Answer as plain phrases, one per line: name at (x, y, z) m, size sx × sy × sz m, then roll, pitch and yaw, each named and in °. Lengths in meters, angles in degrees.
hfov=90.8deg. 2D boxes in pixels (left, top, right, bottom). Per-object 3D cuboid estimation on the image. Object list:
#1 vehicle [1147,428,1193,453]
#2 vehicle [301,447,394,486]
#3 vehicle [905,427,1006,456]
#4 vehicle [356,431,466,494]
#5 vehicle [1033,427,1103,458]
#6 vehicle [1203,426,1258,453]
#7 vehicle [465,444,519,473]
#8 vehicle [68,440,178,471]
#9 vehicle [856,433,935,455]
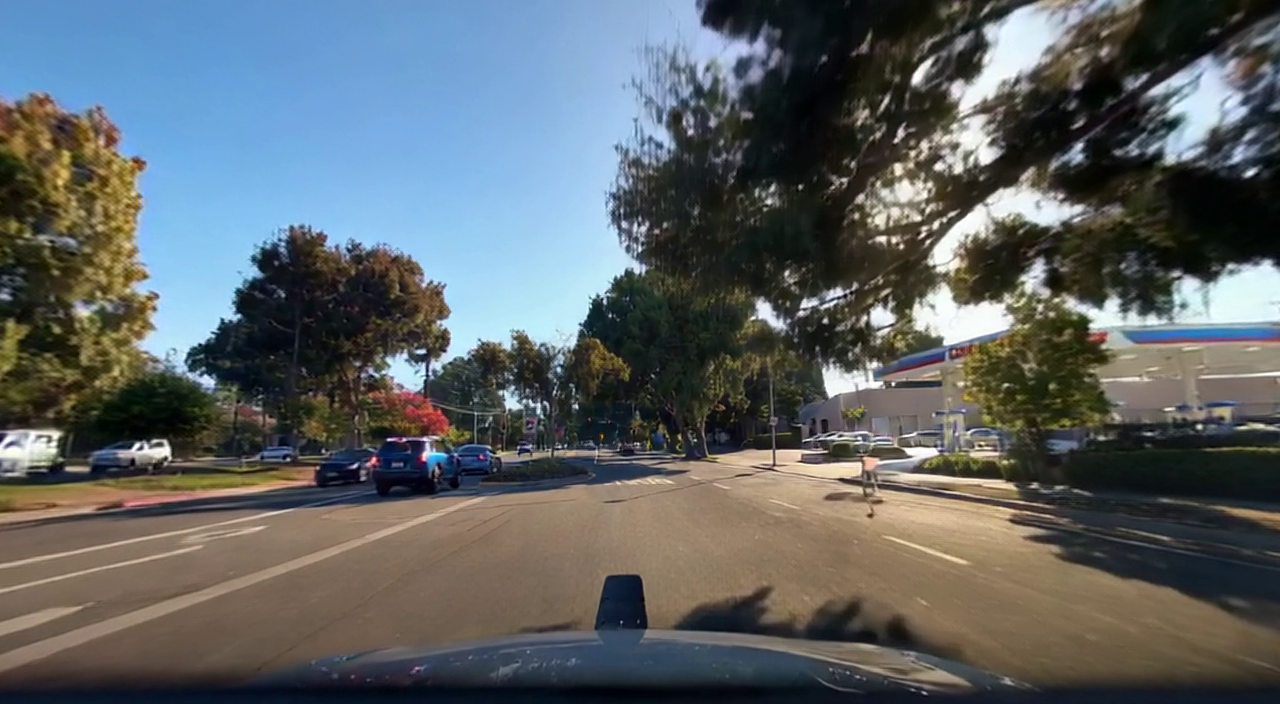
vehicle at (32.498, 5.441, 38.819) m, size 1.894 × 1.434 × 4.308 m, roll -7°, pitch -11°, yaw 37°
vehicle at (-12.233, 4.766, 26.789) m, size 1.950 × 1.471 × 4.557 m, roll 0°, pitch -8°, yaw -3°
vehicle at (18.884, 5.373, 37.943) m, size 4.868 × 1.610 × 2.223 m, roll 0°, pitch -8°, yaw -2°
vehicle at (-7.070, 3.444, 20.075) m, size 1.987 × 1.747 × 4.545 m, roll 0°, pitch -8°, yaw -3°
vehicle at (21.372, 4.502, 31.471) m, size 1.916 × 1.434 × 4.557 m, roll -9°, pitch -12°, yaw 44°
vehicle at (34.525, 5.126, 37.029) m, size 1.969 × 1.482 × 4.815 m, roll -7°, pitch -11°, yaw 39°
vehicle at (-7.991, 5.754, 34.433) m, size 1.982 × 1.465 × 4.376 m, roll 0°, pitch -8°, yaw -2°
vehicle at (-28.998, 5.807, 35.654) m, size 4.390 × 1.665 × 1.934 m, roll 4°, pitch -10°, yaw -27°
vehicle at (18.467, 6.653, 45.714) m, size 4.800 × 1.459 × 2.051 m, roll 0°, pitch -9°, yaw -6°
